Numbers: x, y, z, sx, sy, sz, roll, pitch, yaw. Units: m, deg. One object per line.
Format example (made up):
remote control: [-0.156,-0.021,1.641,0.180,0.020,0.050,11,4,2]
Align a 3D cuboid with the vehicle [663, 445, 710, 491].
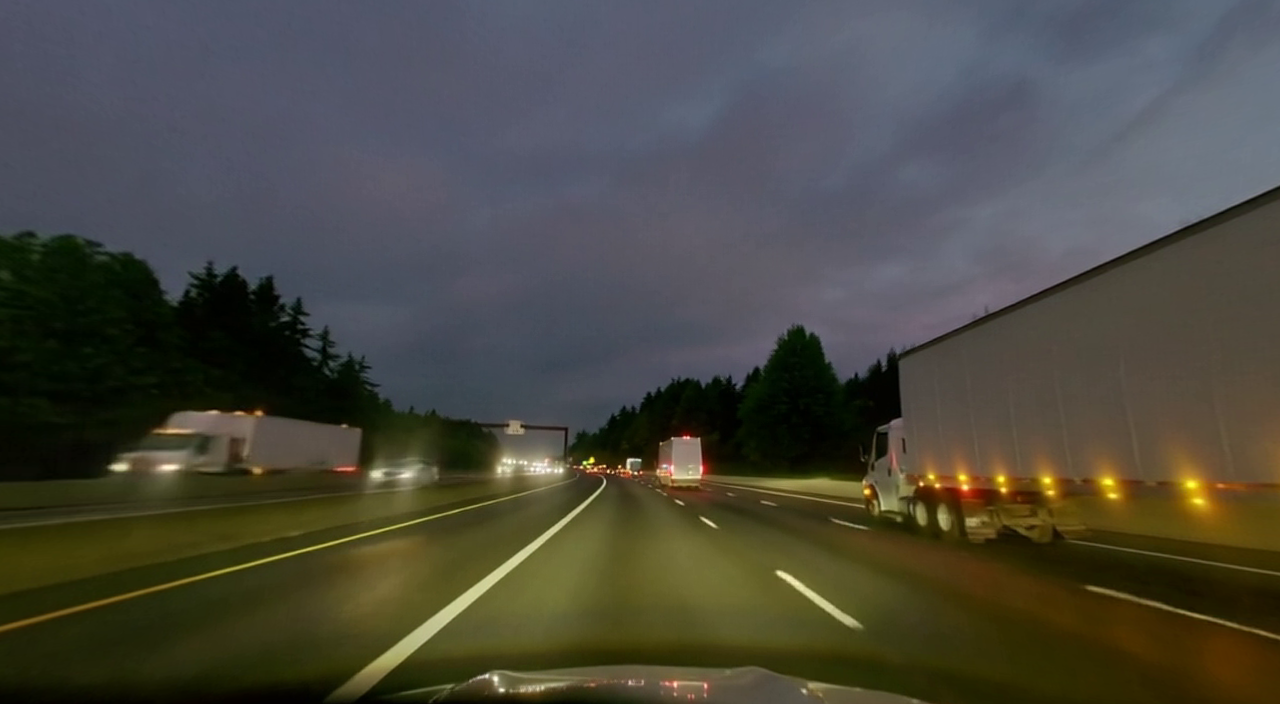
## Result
vehicle: [2.786,7.240,39.226,2.291,2.639,5.280,1,-10,-3]

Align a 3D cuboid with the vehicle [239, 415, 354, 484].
vehicle: [-22.163,6.511,41.246,2.865,4.027,8.179,1,-10,-1]

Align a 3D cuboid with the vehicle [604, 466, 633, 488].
vehicle: [-1.645,9.536,48.080,2.106,1.524,4.381,1,-10,-2]

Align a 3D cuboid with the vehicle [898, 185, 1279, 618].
vehicle: [7.555,0.700,7.213,2.866,4.102,14.351,1,-10,-1]

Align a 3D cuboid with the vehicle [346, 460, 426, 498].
vehicle: [-10.634,5.331,26.617,1.805,1.450,3.722,1,-10,0]

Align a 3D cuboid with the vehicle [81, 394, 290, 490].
vehicle: [-21.967,4.712,31.560,2.916,4.000,10.037,1,-10,-1]
